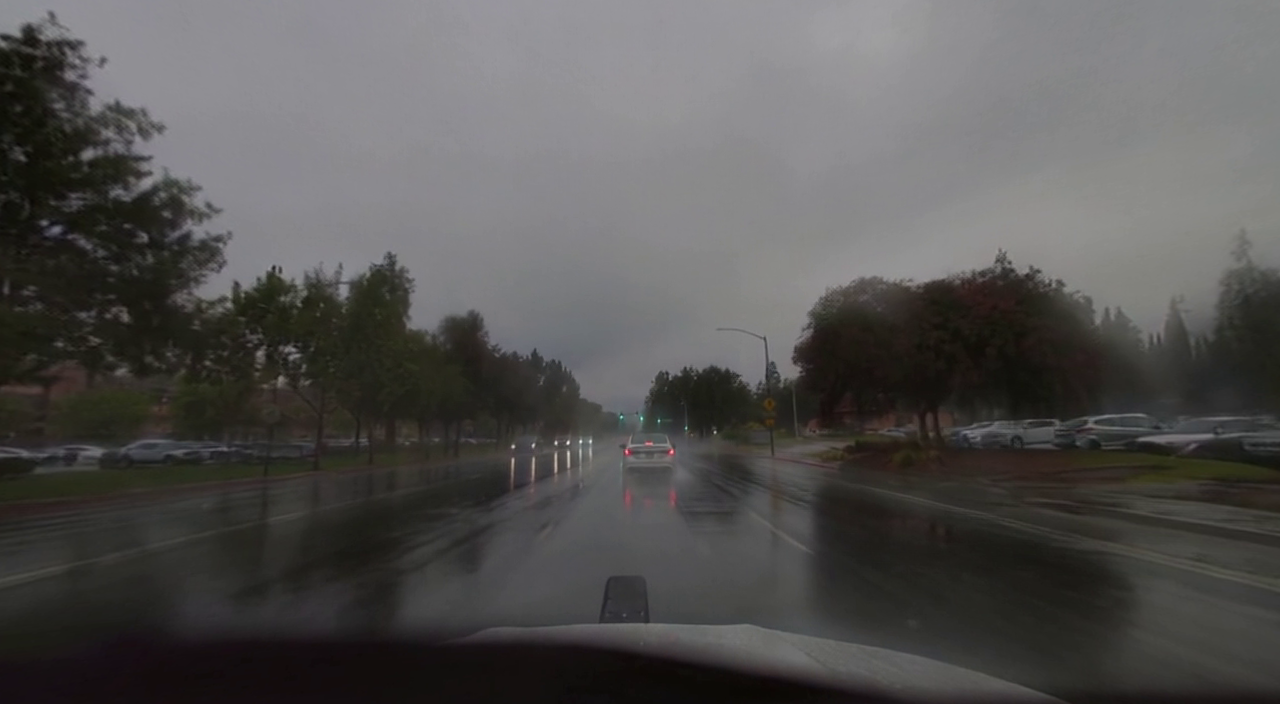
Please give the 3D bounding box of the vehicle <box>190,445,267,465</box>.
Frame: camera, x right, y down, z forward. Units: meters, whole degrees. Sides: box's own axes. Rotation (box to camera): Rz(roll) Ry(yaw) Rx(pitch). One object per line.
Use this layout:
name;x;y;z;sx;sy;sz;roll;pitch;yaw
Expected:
vehicle;-30.412;7.617;46.711;4.356;1.444;1.819;0;-8;-1

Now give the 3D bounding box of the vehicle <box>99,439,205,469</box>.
vehicle;-30.123;6.313;39.042;4.764;1.786;2.091;0;-8;0

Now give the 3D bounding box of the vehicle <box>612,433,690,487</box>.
vehicle;0.256;3.174;18.858;2.093;1.442;3.977;0;-8;-1

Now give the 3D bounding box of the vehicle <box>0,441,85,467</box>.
vehicle;-42.399;7.207;44.580;4.334;1.769;1.975;0;-8;-2

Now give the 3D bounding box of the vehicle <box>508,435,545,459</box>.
vehicle;-8.848;7.442;49.600;2.131;1.778;4.912;0;-8;-1
